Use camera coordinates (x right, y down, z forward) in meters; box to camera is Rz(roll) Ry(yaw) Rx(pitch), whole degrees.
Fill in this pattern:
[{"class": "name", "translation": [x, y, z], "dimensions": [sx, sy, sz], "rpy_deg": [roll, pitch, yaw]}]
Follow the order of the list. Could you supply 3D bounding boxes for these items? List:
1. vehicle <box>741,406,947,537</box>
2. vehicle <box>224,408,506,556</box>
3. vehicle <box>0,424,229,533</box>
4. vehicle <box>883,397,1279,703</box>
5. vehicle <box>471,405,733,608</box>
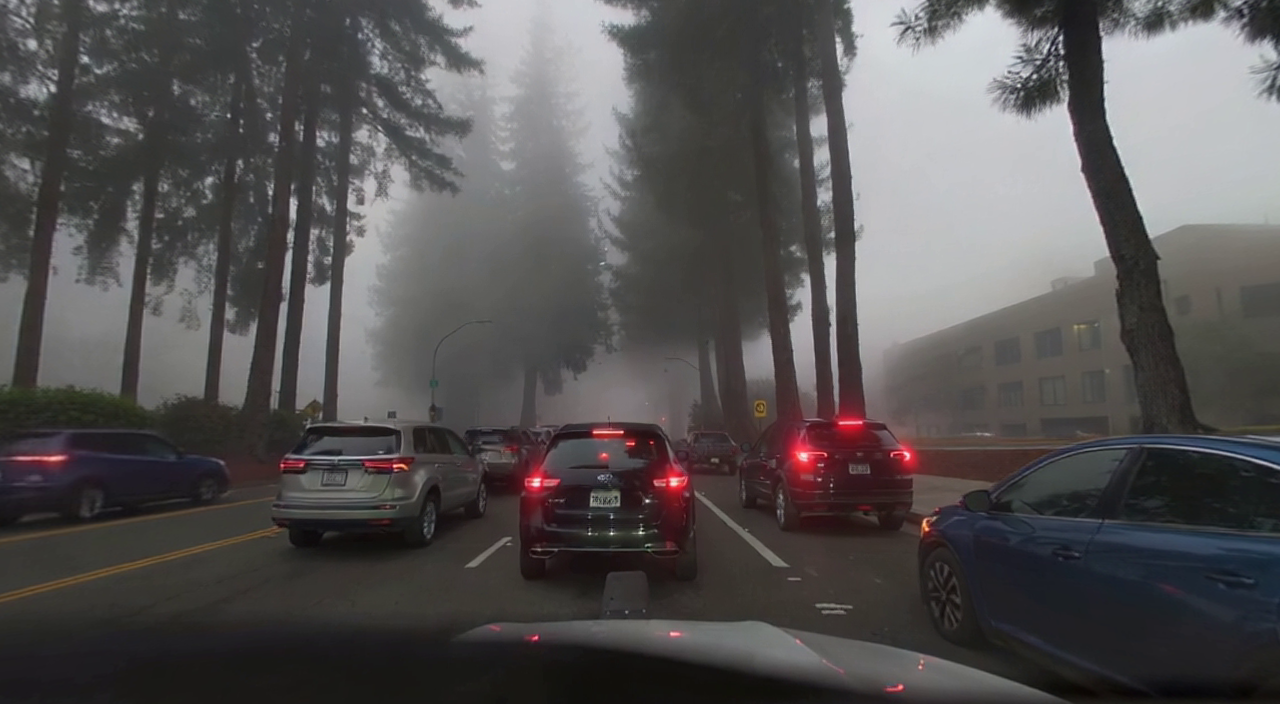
[{"class": "vehicle", "translation": [3.337, 2.085, 11.536], "dimensions": [2.117, 1.879, 4.715], "rpy_deg": [0, -8, -1]}, {"class": "vehicle", "translation": [-3.761, 1.886, 9.889], "dimensions": [2.141, 1.718, 4.809], "rpy_deg": [0, -8, 1]}, {"class": "vehicle", "translation": [-10.440, 2.314, 12.159], "dimensions": [1.938, 1.682, 4.498], "rpy_deg": [0, -8, 0]}, {"class": "vehicle", "translation": [3.236, 1.068, 3.366], "dimensions": [2.045, 1.459, 4.462], "rpy_deg": [0, -8, -1]}, {"class": "vehicle", "translation": [-0.356, 1.584, 7.418], "dimensions": [2.114, 1.631, 4.459], "rpy_deg": [0, -8, -1]}]
